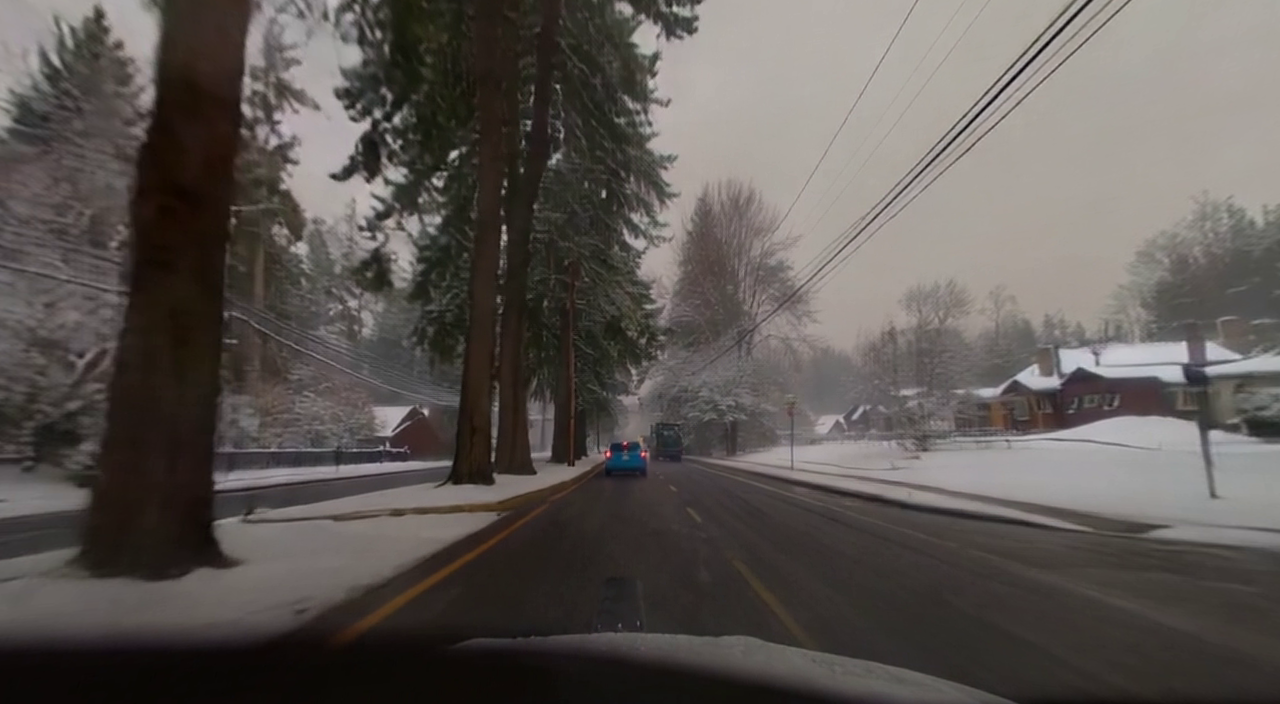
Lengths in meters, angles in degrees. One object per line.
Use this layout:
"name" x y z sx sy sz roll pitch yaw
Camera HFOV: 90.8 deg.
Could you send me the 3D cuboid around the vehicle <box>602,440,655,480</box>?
"vehicle" -0.463 4.419 26.150 2.018 1.511 3.993 0 -8 -1
